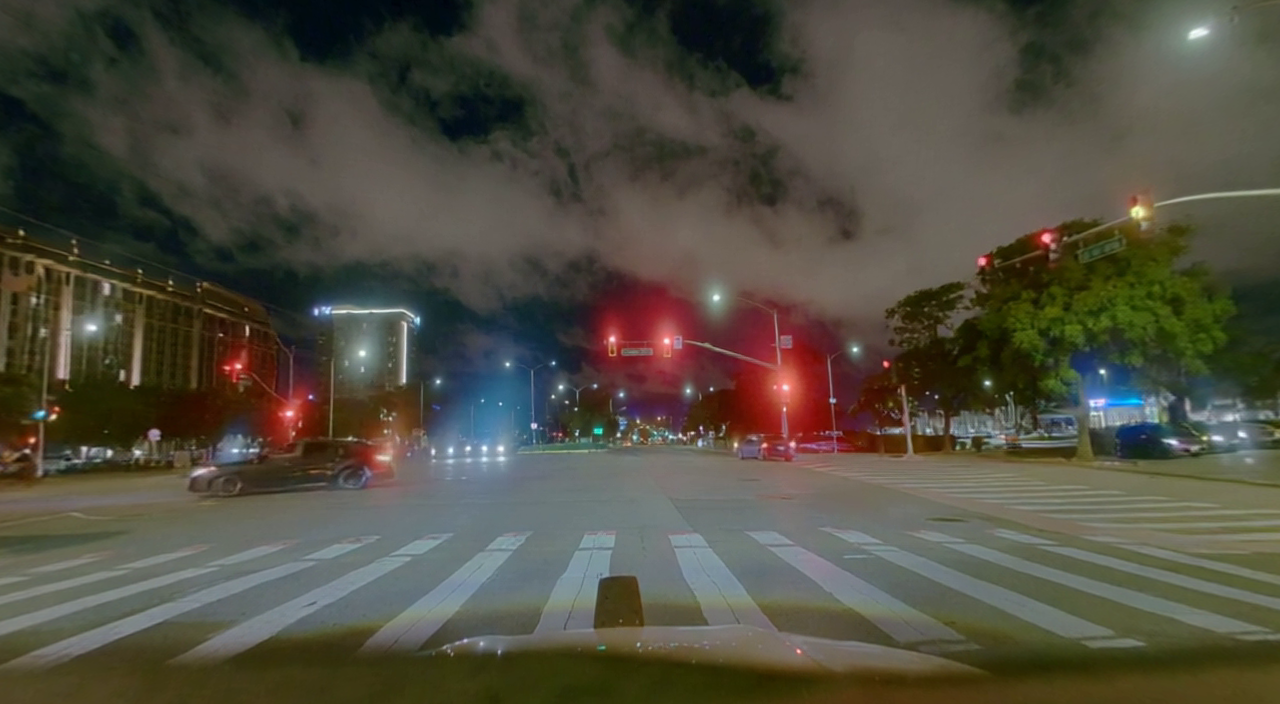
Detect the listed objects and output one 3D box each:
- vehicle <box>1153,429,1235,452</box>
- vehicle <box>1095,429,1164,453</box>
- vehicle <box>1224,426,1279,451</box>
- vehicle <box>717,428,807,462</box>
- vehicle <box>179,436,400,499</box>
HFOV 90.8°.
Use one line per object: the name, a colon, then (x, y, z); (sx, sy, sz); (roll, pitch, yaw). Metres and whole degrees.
vehicle: (36.562, 5.891, 41.845); (1.726, 1.429, 4.163); (-1, -8, 2)
vehicle: (33.248, 6.098, 43.096); (2.090, 1.494, 4.321); (-3, -9, 15)
vehicle: (42.252, 5.737, 41.932); (2.037, 1.614, 5.175); (0, -8, 0)
vehicle: (6.524, 5.024, 34.207); (1.977, 1.698, 4.571); (6, -10, -37)
vehicle: (-9.268, 3.054, 17.156); (4.916, 1.504, 1.846); (4, -9, -26)
